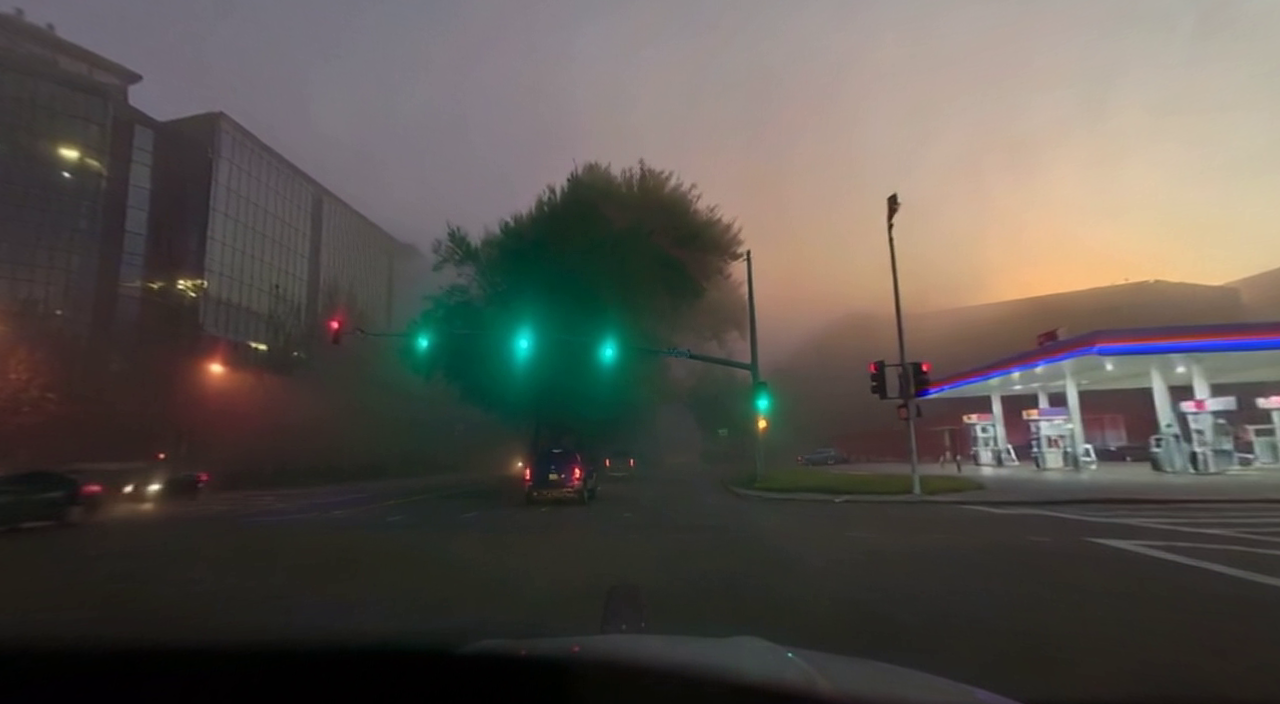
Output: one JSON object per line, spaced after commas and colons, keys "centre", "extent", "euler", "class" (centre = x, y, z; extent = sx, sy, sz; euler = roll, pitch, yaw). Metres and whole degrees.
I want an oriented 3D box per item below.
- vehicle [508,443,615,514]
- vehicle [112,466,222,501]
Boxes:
{"centre": [-2.057, 3.489, 17.941], "extent": [2.183, 1.731, 4.338], "euler": [-1, -9, 4], "class": "vehicle"}
{"centre": [-23.540, 6.536, 31.617], "extent": [1.822, 1.451, 4.593], "euler": [-1, -9, 2], "class": "vehicle"}
